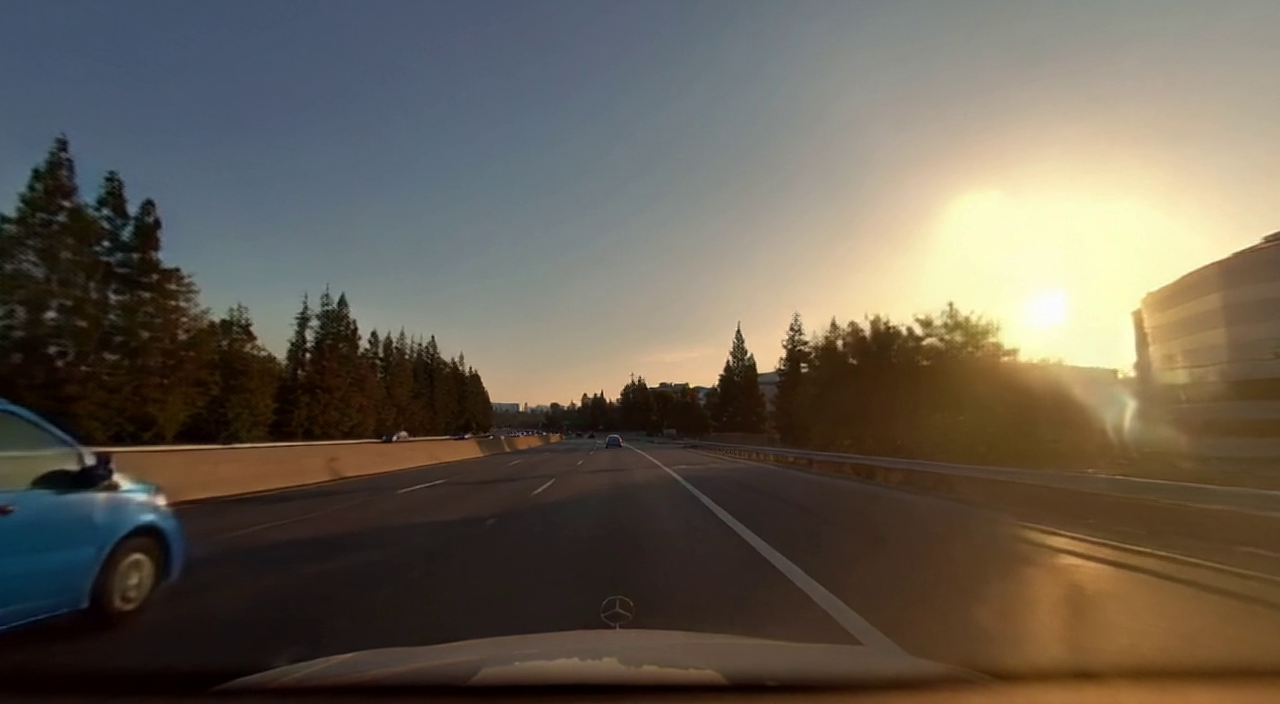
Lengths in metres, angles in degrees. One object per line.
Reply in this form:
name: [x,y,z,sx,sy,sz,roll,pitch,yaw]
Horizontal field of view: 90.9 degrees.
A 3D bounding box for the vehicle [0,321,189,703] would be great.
vehicle: [-4.063,0.618,1.734,2.219,1.827,4.738,0,-8,-2]
